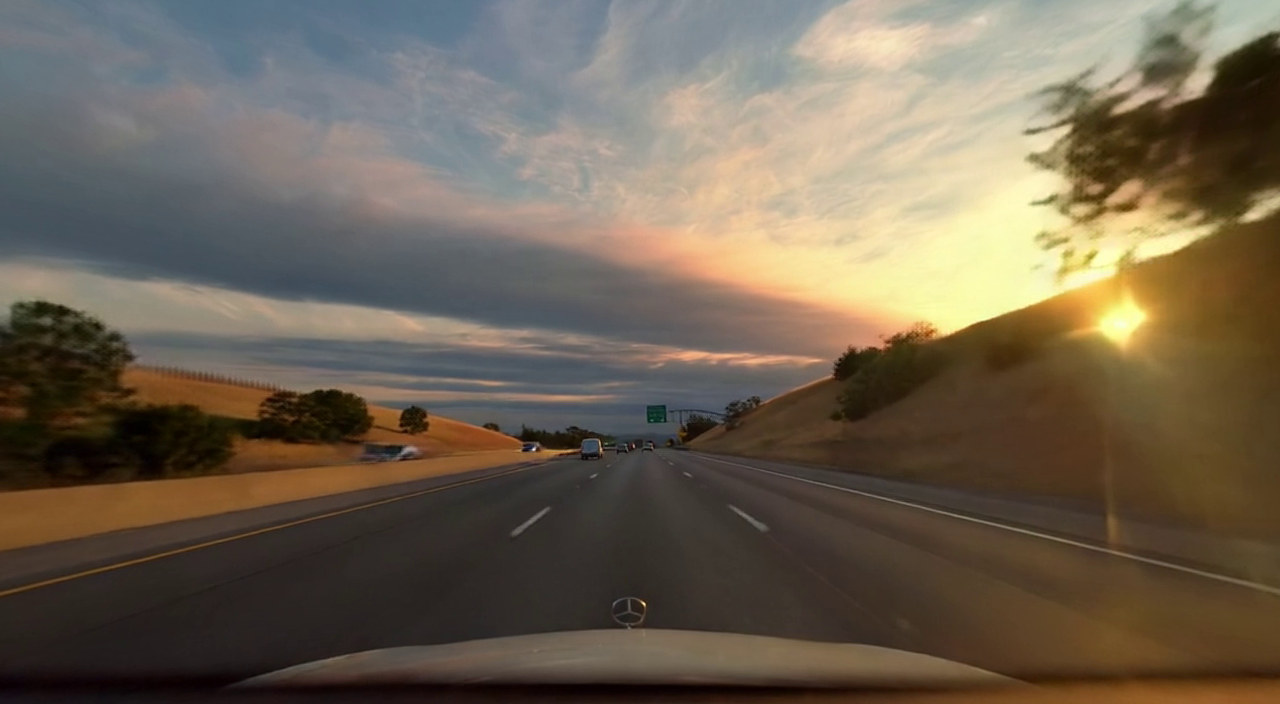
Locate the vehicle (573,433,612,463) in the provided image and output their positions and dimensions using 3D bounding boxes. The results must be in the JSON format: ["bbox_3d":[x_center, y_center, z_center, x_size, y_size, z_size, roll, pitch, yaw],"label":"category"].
[{"bbox_3d":[-3.234,6.669,43.819,2.286,2.011,4.452,0,-8,1],"label":"vehicle"}]

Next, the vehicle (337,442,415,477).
[{"bbox_3d":[-12.528,5.110,30.167,1.872,1.541,4.178,0,-8,1],"label":"vehicle"}]
